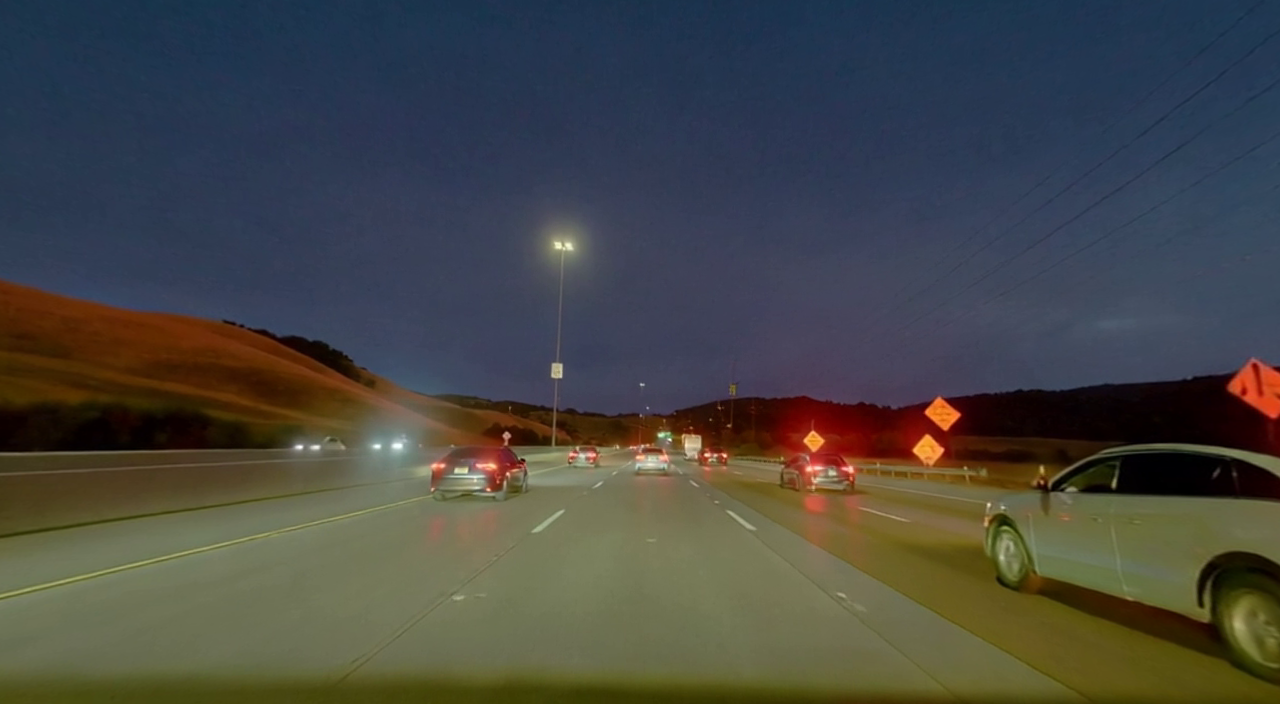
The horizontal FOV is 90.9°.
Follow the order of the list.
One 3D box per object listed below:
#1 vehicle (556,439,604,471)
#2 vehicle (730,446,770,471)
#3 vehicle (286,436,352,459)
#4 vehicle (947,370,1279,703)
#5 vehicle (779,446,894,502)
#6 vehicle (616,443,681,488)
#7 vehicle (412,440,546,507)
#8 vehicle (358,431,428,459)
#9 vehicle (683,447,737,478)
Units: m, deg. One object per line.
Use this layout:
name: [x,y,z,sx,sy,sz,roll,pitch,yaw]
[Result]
vehicle: [-3.360,5.859,36.144,2.234,1.675,4.527,-1,-9,1]
vehicle: [8.093,7.869,46.838,2.042,1.684,4.609,0,-9,0]
vehicle: [-21.503,6.423,42.454,1.996,1.473,4.452,-1,-9,2]
vehicle: [3.835,1.007,3.380,2.018,1.670,4.658,0,-9,0]
vehicle: [5.690,3.553,18.862,1.867,1.465,4.093,0,-9,-4]
vehicle: [0.279,4.114,23.187,2.138,1.473,4.392,0,-9,0]
vehicle: [-3.834,2.982,15.913,2.232,1.438,4.163,0,-9,1]
vehicle: [-15.104,5.751,38.958,2.257,1.591,4.861,-1,-9,1]
vehicle: [3.435,5.506,31.718,2.177,1.453,4.205,0,-9,-1]
